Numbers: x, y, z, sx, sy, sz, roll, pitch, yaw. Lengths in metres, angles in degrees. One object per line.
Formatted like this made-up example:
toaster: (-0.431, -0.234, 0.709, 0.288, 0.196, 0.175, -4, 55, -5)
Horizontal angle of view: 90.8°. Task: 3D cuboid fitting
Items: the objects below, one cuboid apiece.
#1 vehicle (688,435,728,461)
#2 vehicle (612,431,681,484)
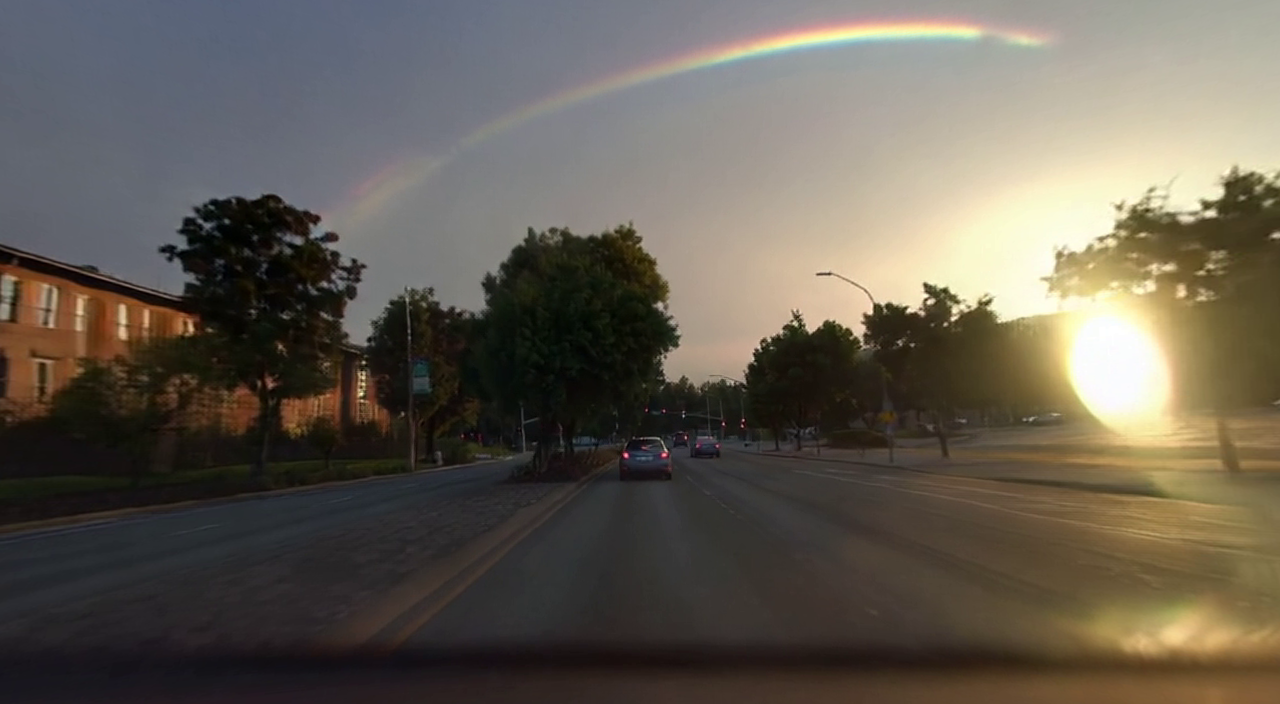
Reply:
vehicle: (4.375, 6.240, 41.293, 1.987, 1.613, 4.081, 0, -8, -2)
vehicle: (0.194, 3.621, 21.992, 2.181, 1.639, 4.127, 0, -8, 0)
